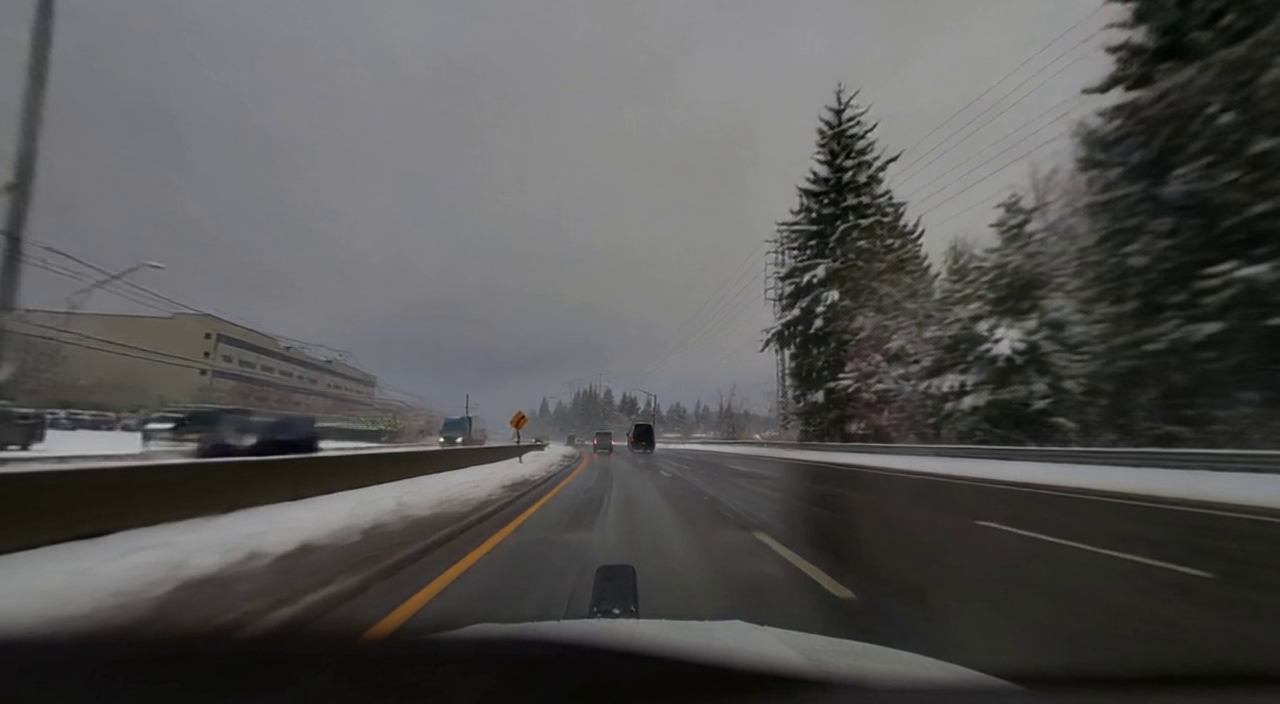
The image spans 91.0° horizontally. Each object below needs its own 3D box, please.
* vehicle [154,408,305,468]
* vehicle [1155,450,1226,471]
[{"bbox_3d":[-11.974,2.562,18.755,1.854,1.548,4.141,0,-8,-3],"label":"vehicle"},{"bbox_3d":[40.707,8.005,46.629,1.717,1.441,3.573,1,-8,-9],"label":"vehicle"}]
